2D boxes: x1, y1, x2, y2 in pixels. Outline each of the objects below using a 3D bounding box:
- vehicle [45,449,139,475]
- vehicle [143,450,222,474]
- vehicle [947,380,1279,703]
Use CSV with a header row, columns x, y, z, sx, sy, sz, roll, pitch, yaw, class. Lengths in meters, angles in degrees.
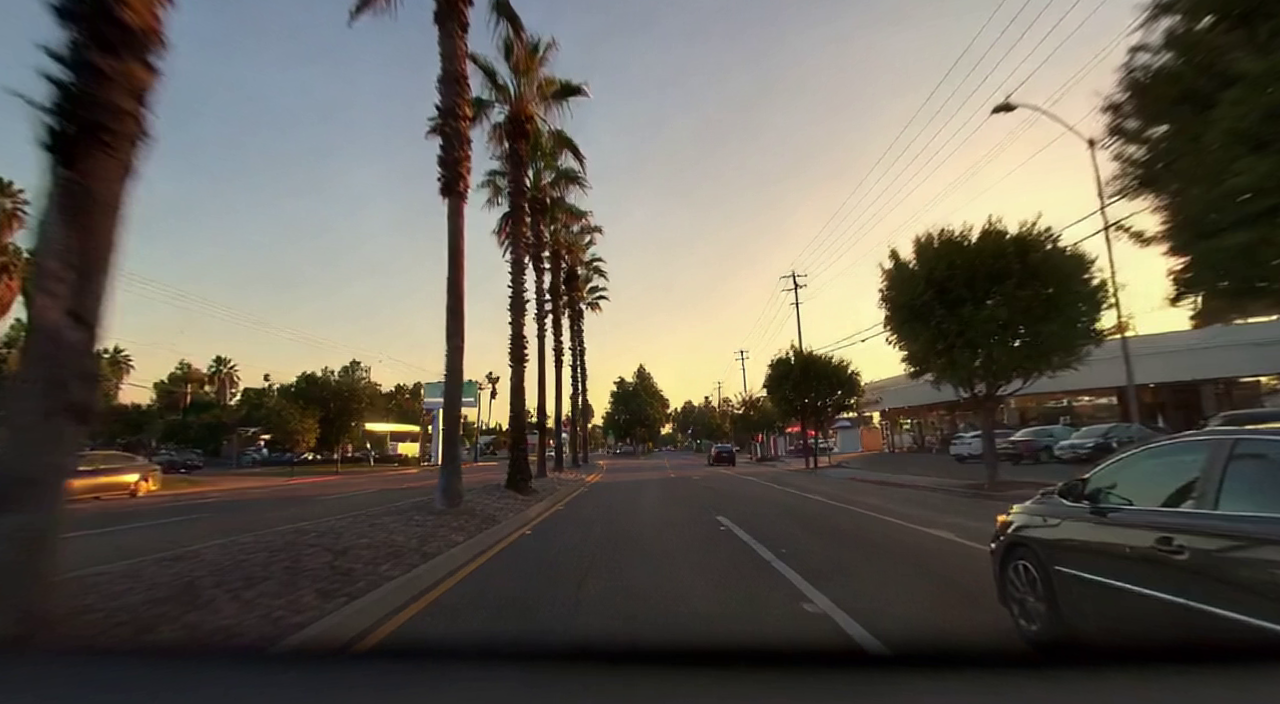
x,y,z,sx,sy,sz,roll,pitch,yaw,class
-38.485,7.693,44.557,2.172,1.703,4.689,-1,-9,4,vehicle
-32.172,7.721,44.603,1.886,1.609,4.563,-1,-9,6,vehicle
3.401,0.895,2.280,2.075,1.579,5.101,0,-9,1,vehicle
